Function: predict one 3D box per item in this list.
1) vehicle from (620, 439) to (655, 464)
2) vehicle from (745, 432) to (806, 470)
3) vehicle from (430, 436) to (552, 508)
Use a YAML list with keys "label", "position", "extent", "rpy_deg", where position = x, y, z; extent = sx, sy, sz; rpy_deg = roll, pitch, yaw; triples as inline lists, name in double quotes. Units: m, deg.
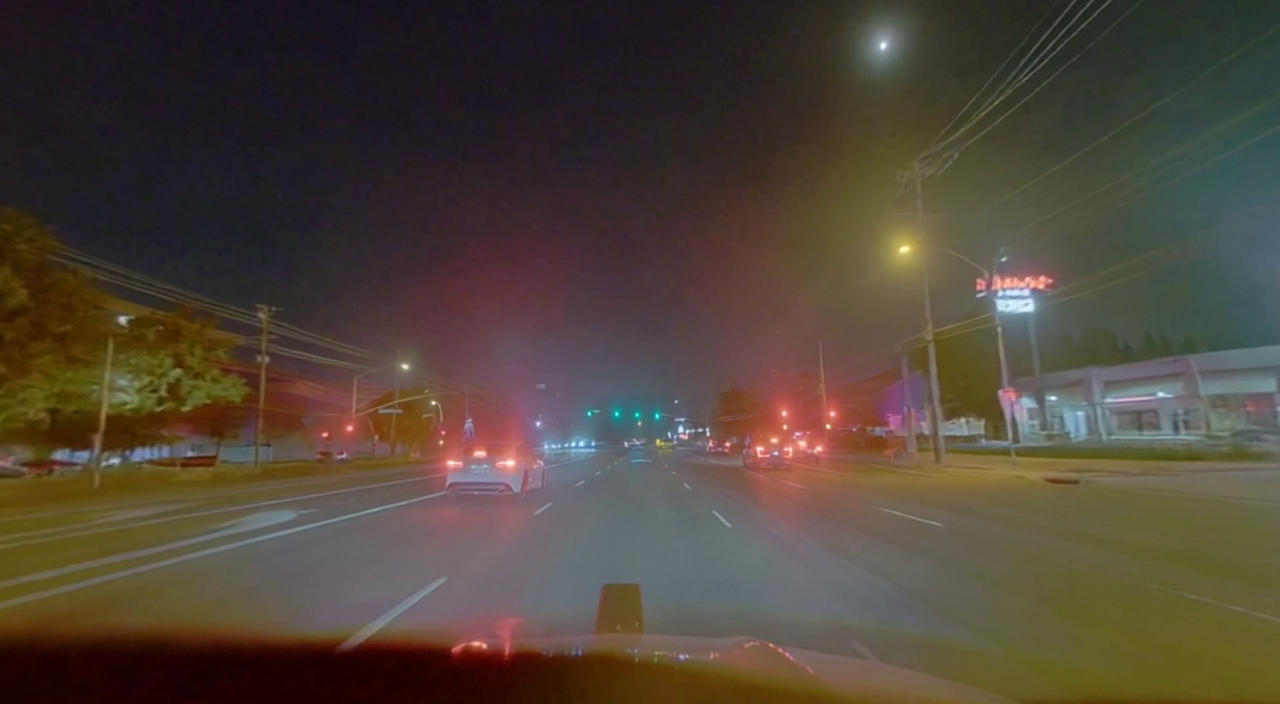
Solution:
- label: "vehicle"
  position: [-0.184, 6.273, 39.907]
  extent: [2.098, 1.431, 3.958]
  rpy_deg: [0, -8, -1]
- label: "vehicle"
  position: [6.546, 4.832, 31.053]
  extent: [1.945, 1.706, 4.190]
  rpy_deg: [0, -8, -2]
- label: "vehicle"
  position: [-3.380, 2.791, 15.235]
  extent: [1.837, 1.463, 4.311]
  rpy_deg: [0, -8, 1]
